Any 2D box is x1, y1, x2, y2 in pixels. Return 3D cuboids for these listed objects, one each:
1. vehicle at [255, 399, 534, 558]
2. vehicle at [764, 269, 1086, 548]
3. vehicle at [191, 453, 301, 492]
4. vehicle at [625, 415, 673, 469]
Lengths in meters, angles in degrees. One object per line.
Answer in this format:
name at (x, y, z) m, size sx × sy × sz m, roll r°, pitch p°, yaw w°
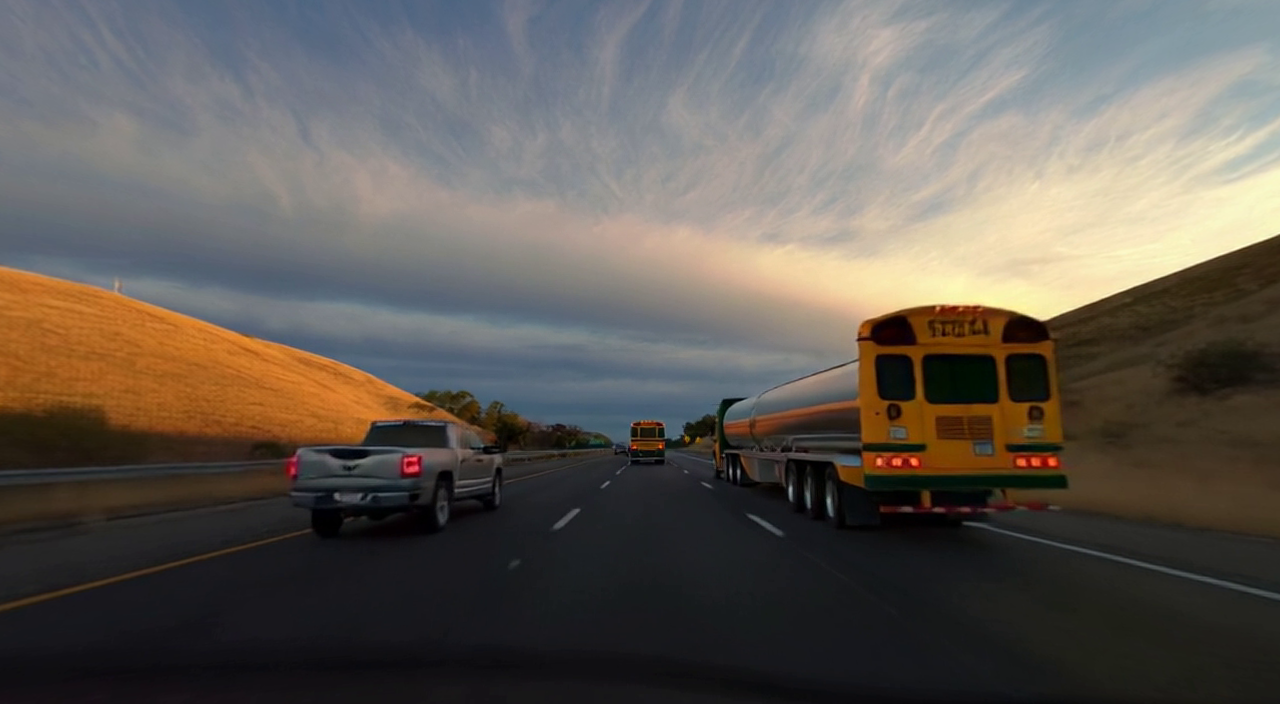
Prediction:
vehicle at (-3.510, 1.977, 10.721) m, size 2.241 × 1.927 × 5.833 m, roll 0°, pitch -8°, yaw 2°
vehicle at (4.404, 1.203, 11.863) m, size 2.716 × 3.705 × 7.018 m, roll 0°, pitch -8°, yaw 0°
vehicle at (-17.161, 5.228, 27.782) m, size 1.887 × 1.475 × 4.533 m, roll 0°, pitch -8°, yaw 1°
vehicle at (0.572, 6.302, 43.971) m, size 2.948 × 3.265 × 10.569 m, roll 0°, pitch -8°, yaw 0°
